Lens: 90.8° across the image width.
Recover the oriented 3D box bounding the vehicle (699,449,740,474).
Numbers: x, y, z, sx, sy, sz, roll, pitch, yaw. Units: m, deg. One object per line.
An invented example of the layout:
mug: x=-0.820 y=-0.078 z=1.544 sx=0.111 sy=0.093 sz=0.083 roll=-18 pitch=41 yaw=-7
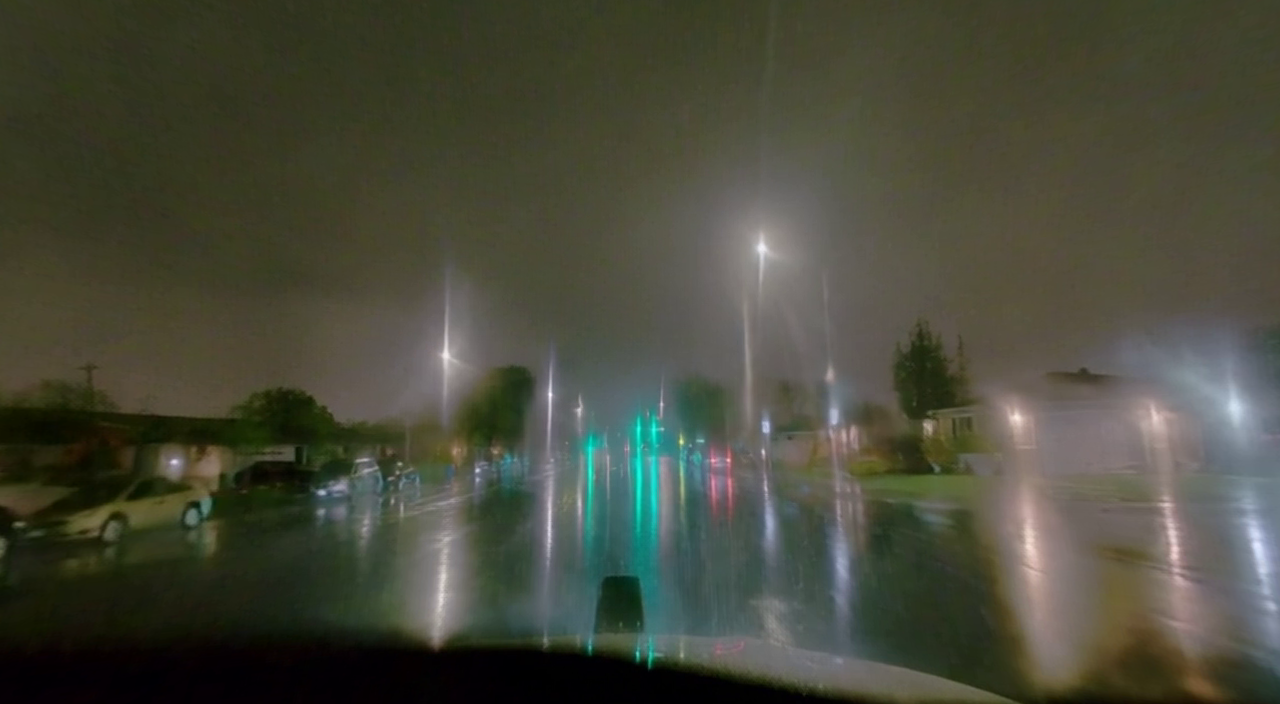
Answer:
vehicle: x=5.041 y=6.973 z=40.566 sx=1.923 sy=1.454 sz=4.460 roll=0 pitch=-9 yaw=-2

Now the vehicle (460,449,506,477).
vehicle: x=-12.146 y=8.652 z=49.238 sx=2.156 sy=1.935 sz=5.464 roll=-3 pitch=-10 yaw=0

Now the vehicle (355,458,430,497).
vehicle: x=-12.165 y=6.175 z=31.375 sx=1.872 sy=1.472 sz=4.719 roll=-7 pitch=-9 yaw=-1

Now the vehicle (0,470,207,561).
vehicle: x=-12.382 y=3.620 z=14.478 sx=1.795 sy=1.472 sz=4.601 roll=-6 pitch=-9 yaw=-2

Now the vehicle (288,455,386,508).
vehicle: x=-12.588 y=5.347 z=26.538 sx=1.988 sy=1.741 sz=4.379 roll=-6 pitch=-9 yaw=-1
